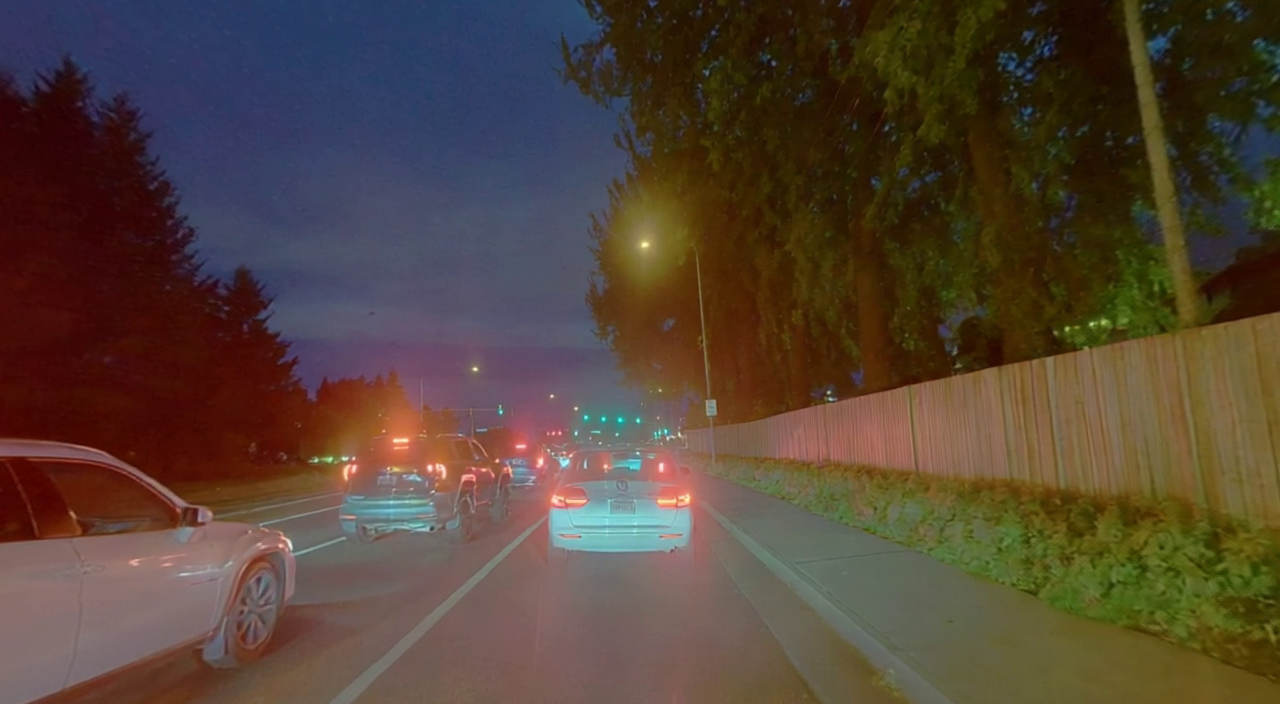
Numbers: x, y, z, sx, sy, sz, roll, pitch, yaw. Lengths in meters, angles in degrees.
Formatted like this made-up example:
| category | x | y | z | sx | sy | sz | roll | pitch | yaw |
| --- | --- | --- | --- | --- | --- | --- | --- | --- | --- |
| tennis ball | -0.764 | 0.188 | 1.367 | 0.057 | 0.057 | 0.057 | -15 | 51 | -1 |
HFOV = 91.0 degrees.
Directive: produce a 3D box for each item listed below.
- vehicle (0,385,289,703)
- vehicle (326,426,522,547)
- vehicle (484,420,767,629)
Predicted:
| category | x | y | z | sx | sy | sz | roll | pitch | yaw |
| --- | --- | --- | --- | --- | --- | --- | --- | --- | --- |
| vehicle | -3.208 | 0.794 | 1.582 | 1.980 | 1.520 | 4.636 | 0 | -8 | 0 |
| vehicle | -3.221 | 2.063 | 10.255 | 1.850 | 1.582 | 3.688 | 0 | -8 | 0 |
| vehicle | -0.132 | 1.506 | 6.449 | 1.995 | 1.460 | 3.865 | 0 | -8 | -1 |
